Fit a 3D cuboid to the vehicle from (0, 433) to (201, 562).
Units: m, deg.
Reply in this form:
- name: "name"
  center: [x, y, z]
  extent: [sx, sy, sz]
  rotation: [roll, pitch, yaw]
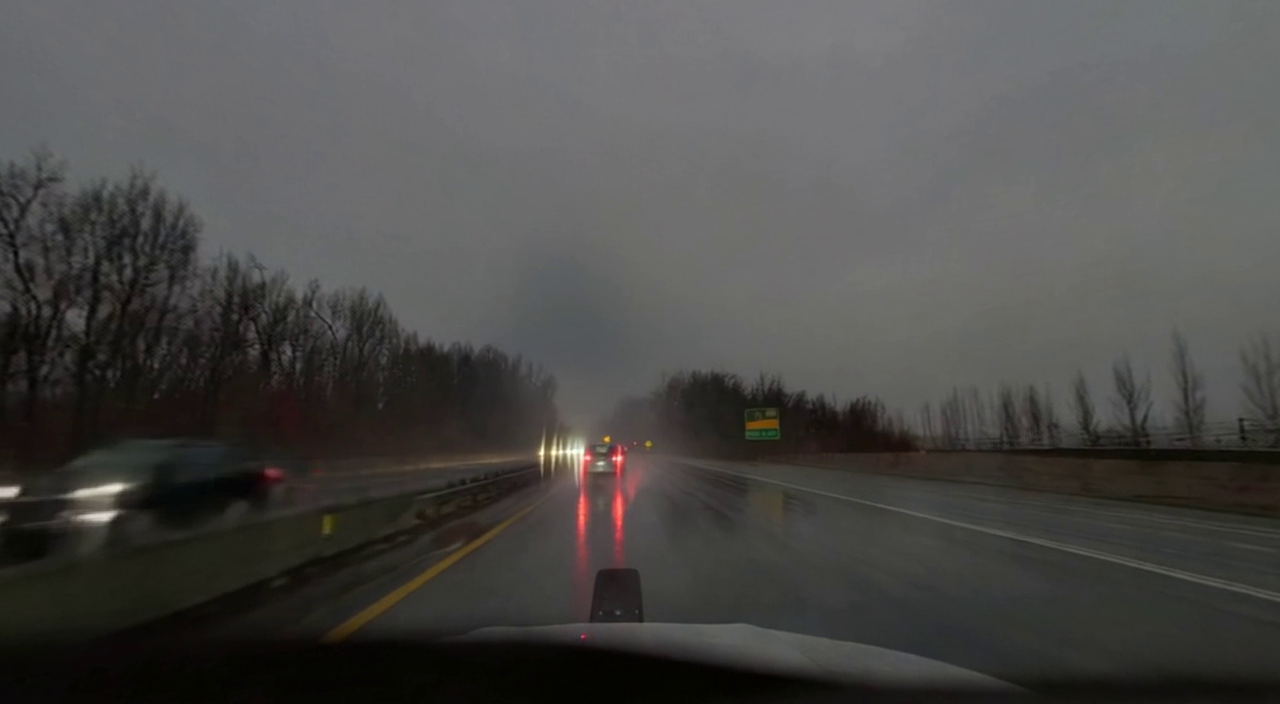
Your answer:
- name: "vehicle"
  center: [-9.489, 2.141, 9.706]
  extent: [2.330, 1.637, 4.272]
  rotation: [0, -9, -2]

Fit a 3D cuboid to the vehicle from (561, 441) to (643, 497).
- name: "vehicle"
  center: [-1.111, 3.543, 19.383]
  extent: [2.244, 1.506, 4.097]
  rotation: [0, -9, -2]
